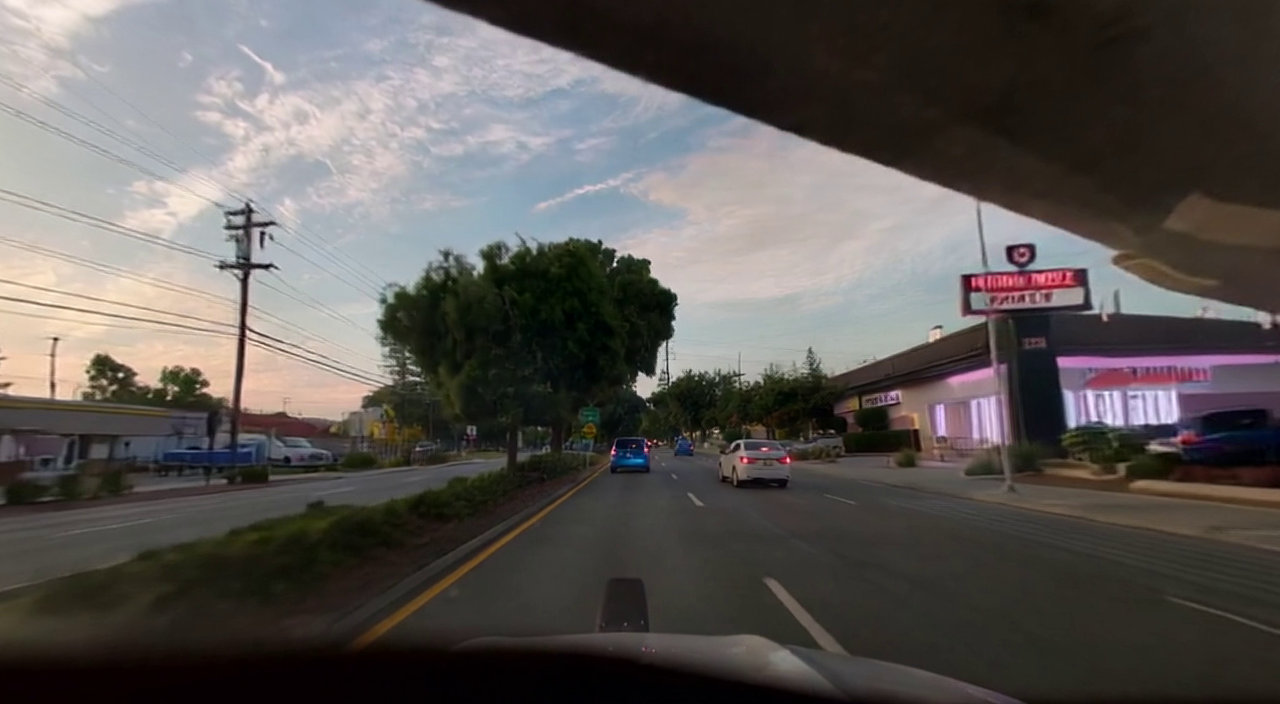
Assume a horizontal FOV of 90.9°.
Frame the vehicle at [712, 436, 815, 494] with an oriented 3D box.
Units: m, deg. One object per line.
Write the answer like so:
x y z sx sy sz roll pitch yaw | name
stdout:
3.481 3.282 18.705 1.954 1.479 4.557 0 -8 -2 | vehicle

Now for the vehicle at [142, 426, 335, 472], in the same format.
-28.112 6.817 44.744 11.007 2.864 3.115 0 -7 -11 | vehicle

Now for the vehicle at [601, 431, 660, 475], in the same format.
-0.388 4.541 28.625 2.441 1.813 4.581 0 -8 0 | vehicle

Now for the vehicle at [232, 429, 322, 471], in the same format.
-24.111 6.490 42.043 4.412 2.662 2.544 1 -9 -10 | vehicle
